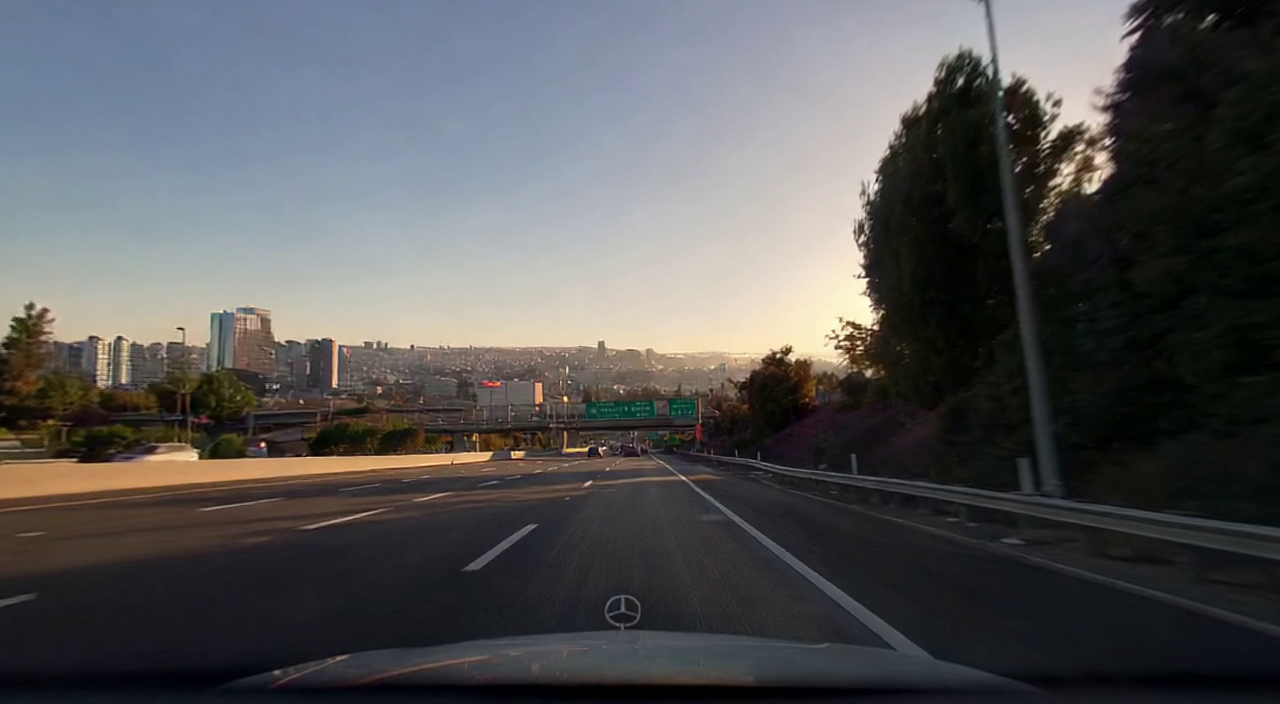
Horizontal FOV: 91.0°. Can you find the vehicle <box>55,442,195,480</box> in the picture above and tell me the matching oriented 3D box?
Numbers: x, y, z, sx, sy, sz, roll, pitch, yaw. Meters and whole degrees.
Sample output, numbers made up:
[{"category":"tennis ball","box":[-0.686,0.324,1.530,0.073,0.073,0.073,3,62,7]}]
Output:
[{"category":"vehicle","box":[-28.339,6.011,35.070,2.235,1.864,6.561,0,-9,1]}]
